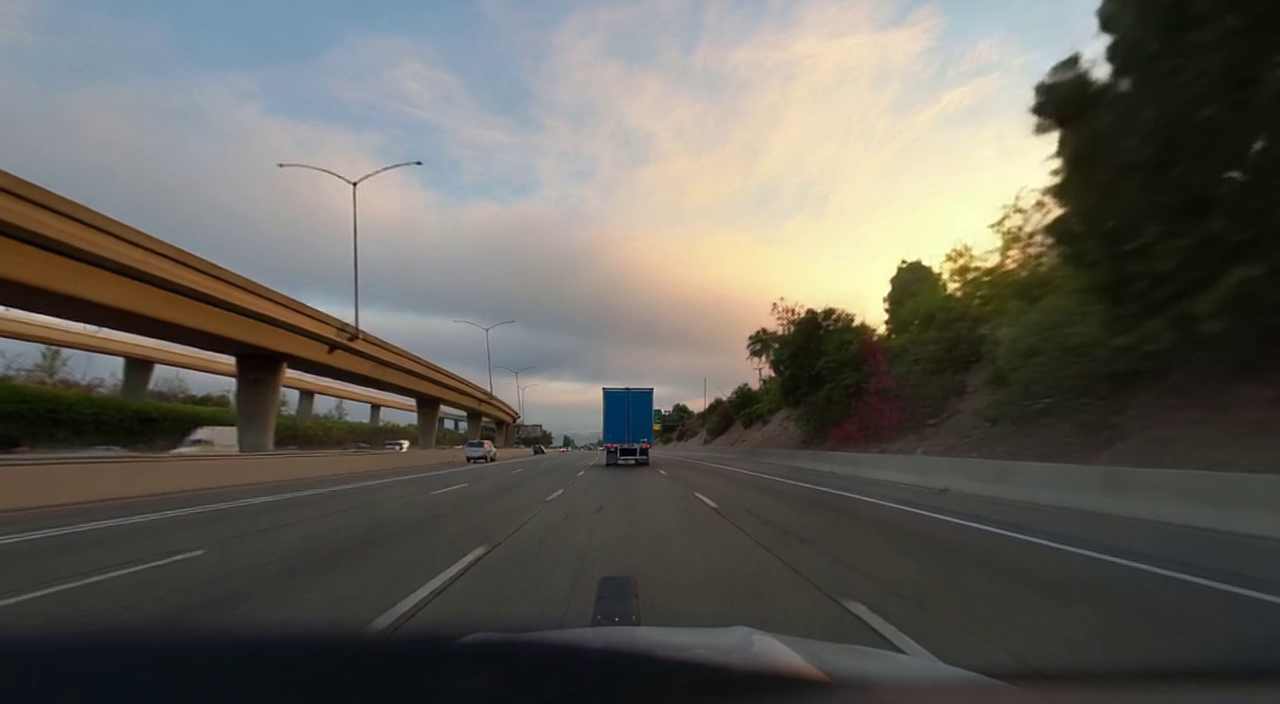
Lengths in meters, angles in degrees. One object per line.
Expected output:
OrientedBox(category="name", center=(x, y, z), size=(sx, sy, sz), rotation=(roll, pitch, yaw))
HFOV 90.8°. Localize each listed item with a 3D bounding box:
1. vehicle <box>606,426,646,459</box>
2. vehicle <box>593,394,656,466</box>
OrientedBox(category="vehicle", center=(-0.801, 5.006, 34.838), size=(2.052, 1.666, 4.358), rotation=(0, -8, -3))
OrientedBox(category="vehicle", center=(-1.025, 4.878, 37.980), size=(3.233, 3.678, 11.032), rotation=(0, -9, -2))
